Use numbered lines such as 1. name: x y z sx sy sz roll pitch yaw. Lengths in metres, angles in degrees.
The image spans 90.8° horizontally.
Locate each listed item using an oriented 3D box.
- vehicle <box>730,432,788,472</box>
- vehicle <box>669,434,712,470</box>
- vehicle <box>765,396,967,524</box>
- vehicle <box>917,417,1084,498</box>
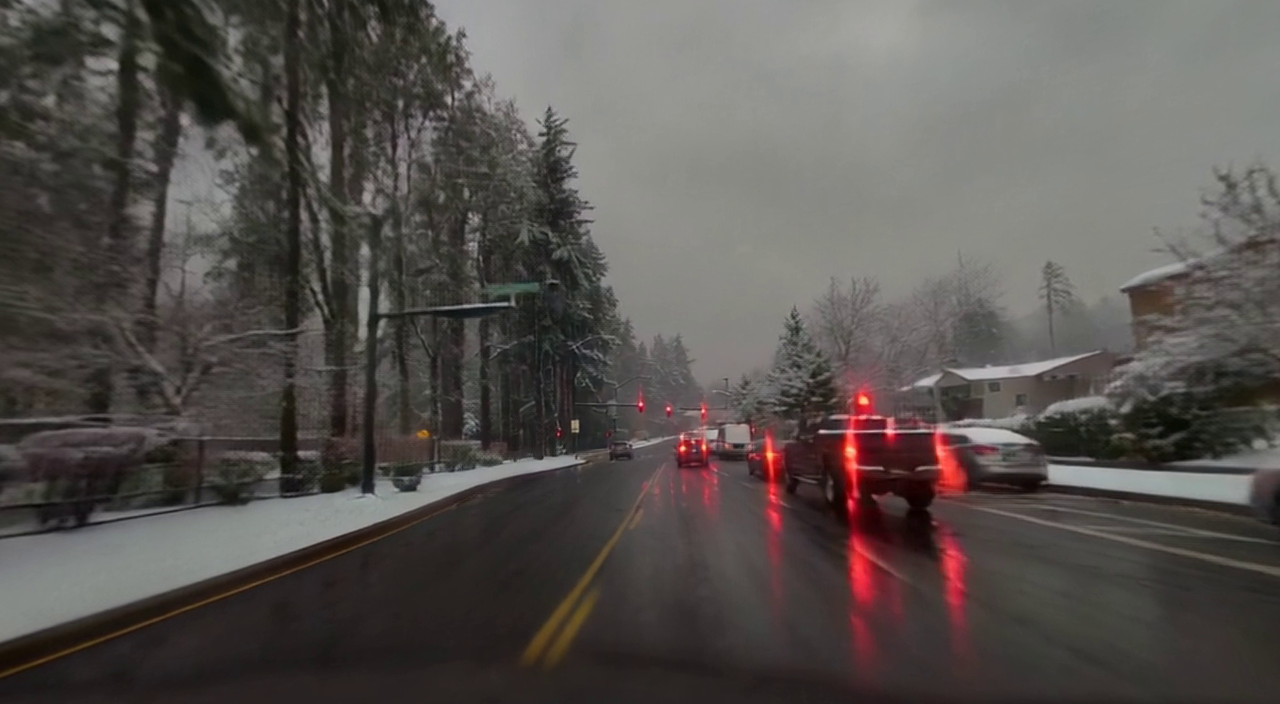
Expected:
1. vehicle: 5.724 4.801 30.881 1.803 1.754 4.480 2 -7 -3
2. vehicle: 2.539 5.157 32.698 2.052 1.693 4.554 -1 -8 3
3. vehicle: 4.328 2.223 13.543 2.268 2.090 6.113 0 -8 2
4. vehicle: 9.354 2.773 16.974 1.992 1.840 4.646 -1 -8 4
